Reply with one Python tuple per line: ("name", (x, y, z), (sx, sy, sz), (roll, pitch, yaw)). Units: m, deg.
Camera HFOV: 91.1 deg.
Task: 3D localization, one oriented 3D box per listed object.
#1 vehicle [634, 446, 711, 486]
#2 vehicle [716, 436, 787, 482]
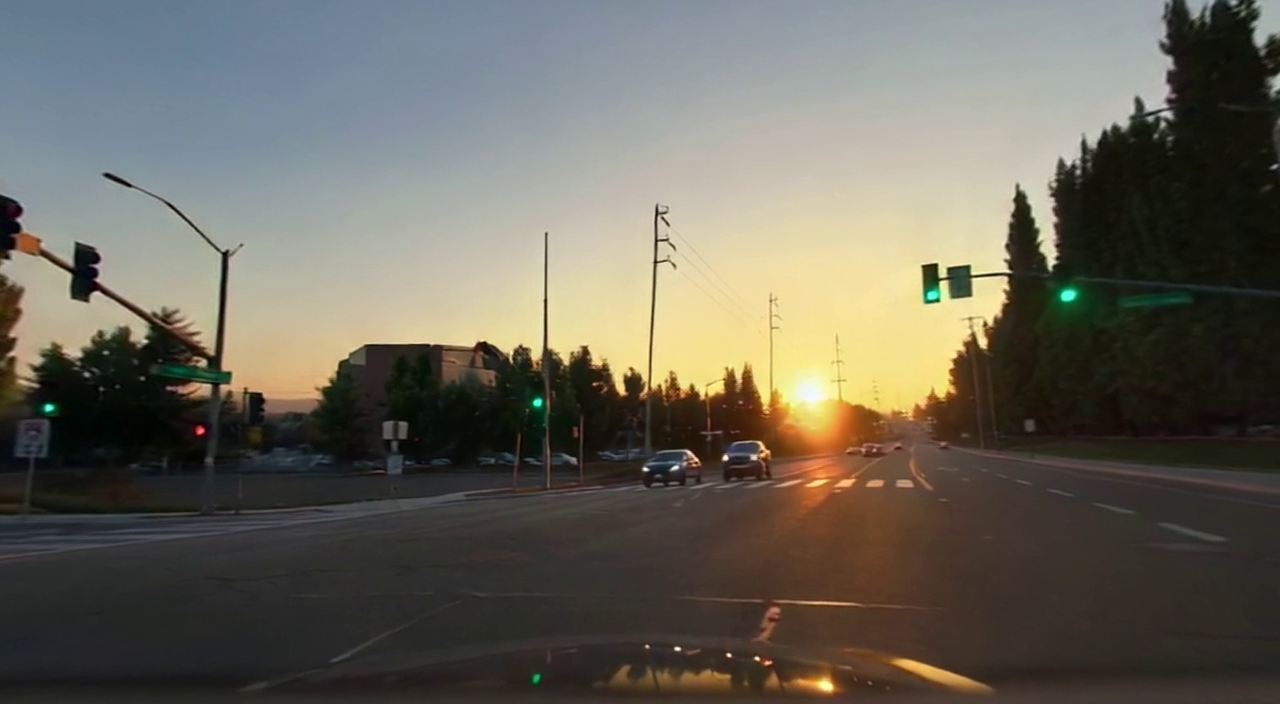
("vehicle", (1.446, 4.703, 26.259), (2.029, 1.504, 4.293), (-3, -9, 20))
("vehicle", (4.706, 4.373, 25.959), (2.090, 1.697, 4.341), (-3, -9, 20))
